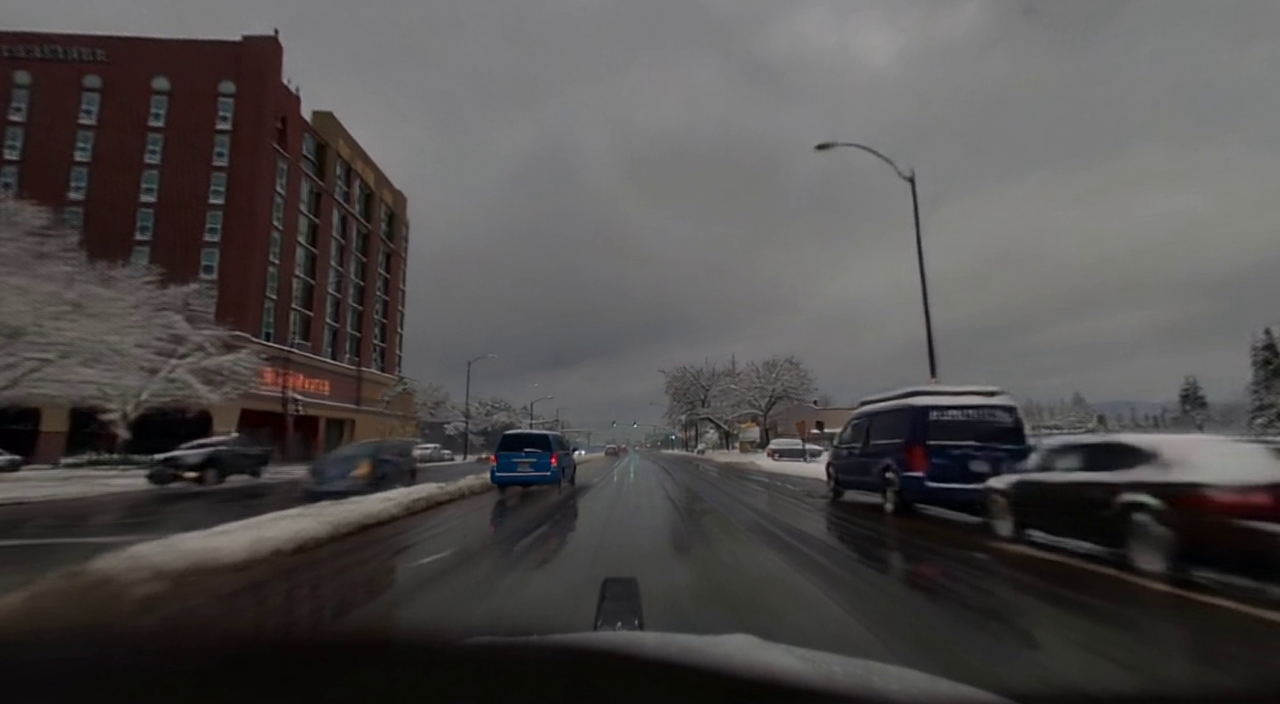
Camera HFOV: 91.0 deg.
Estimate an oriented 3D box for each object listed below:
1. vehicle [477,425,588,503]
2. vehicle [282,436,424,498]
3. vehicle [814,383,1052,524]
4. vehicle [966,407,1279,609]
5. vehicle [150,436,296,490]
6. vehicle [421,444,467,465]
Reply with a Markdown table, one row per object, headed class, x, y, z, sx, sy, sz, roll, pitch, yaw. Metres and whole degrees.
| class | x | y | z | sx | sy | sz | roll | pitch | yaw |
| --- | --- | --- | --- | --- | --- | --- | --- | --- | --- |
| vehicle | -2.561 | 2.788 | 16.024 | 2.080 | 1.722 | 3.766 | 0 | -8 | 1 |
| vehicle | -7.830 | 3.156 | 17.677 | 1.990 | 1.513 | 4.176 | 0 | -8 | 0 |
| vehicle | 6.268 | 2.321 | 14.760 | 2.642 | 2.582 | 6.157 | 0 | -8 | 1 |
| vehicle | 6.431 | 1.727 | 8.034 | 1.942 | 1.753 | 4.912 | 0 | -8 | 1 |
| vehicle | -14.602 | 3.882 | 22.411 | 1.993 | 1.710 | 4.520 | 0 | -8 | 1 |
| vehicle | -14.459 | 7.566 | 46.663 | 1.909 | 1.490 | 4.531 | 0 | -8 | 1 |
